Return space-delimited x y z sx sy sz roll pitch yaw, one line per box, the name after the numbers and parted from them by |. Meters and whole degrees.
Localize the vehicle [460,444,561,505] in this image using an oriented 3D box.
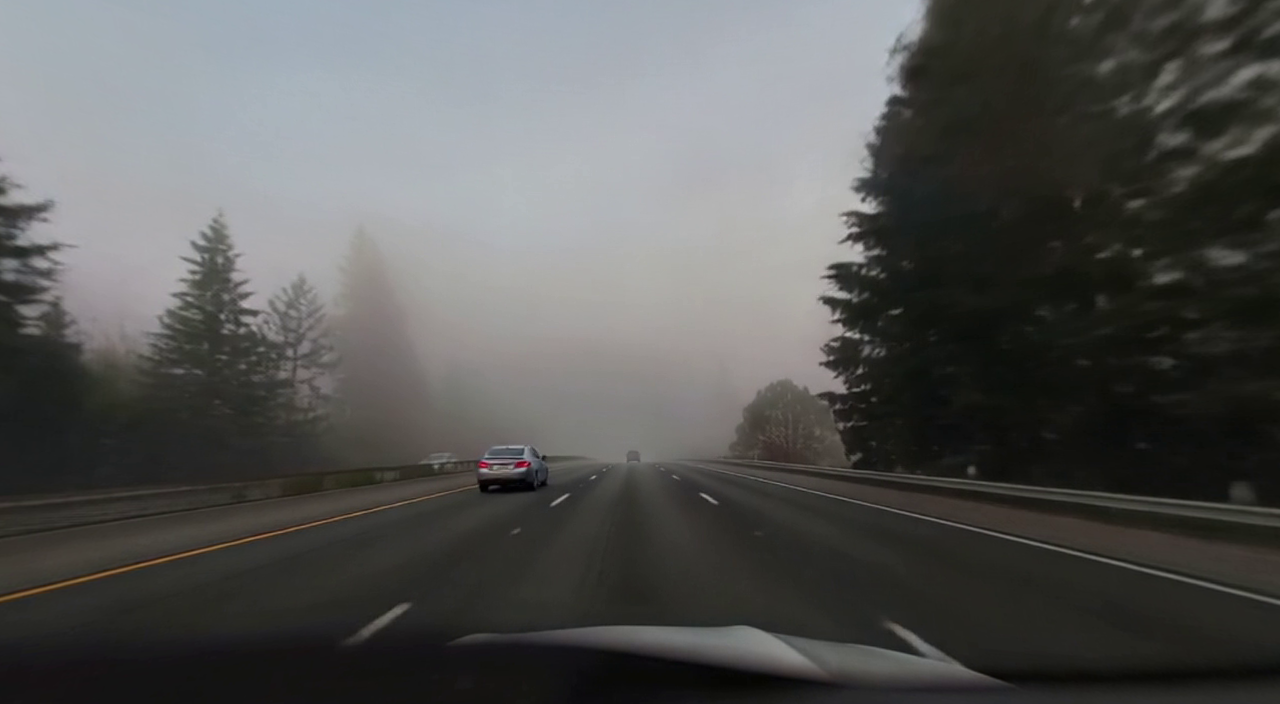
-3.485 3.378 17.745 1.970 1.492 3.944 0 -9 0 | vehicle
